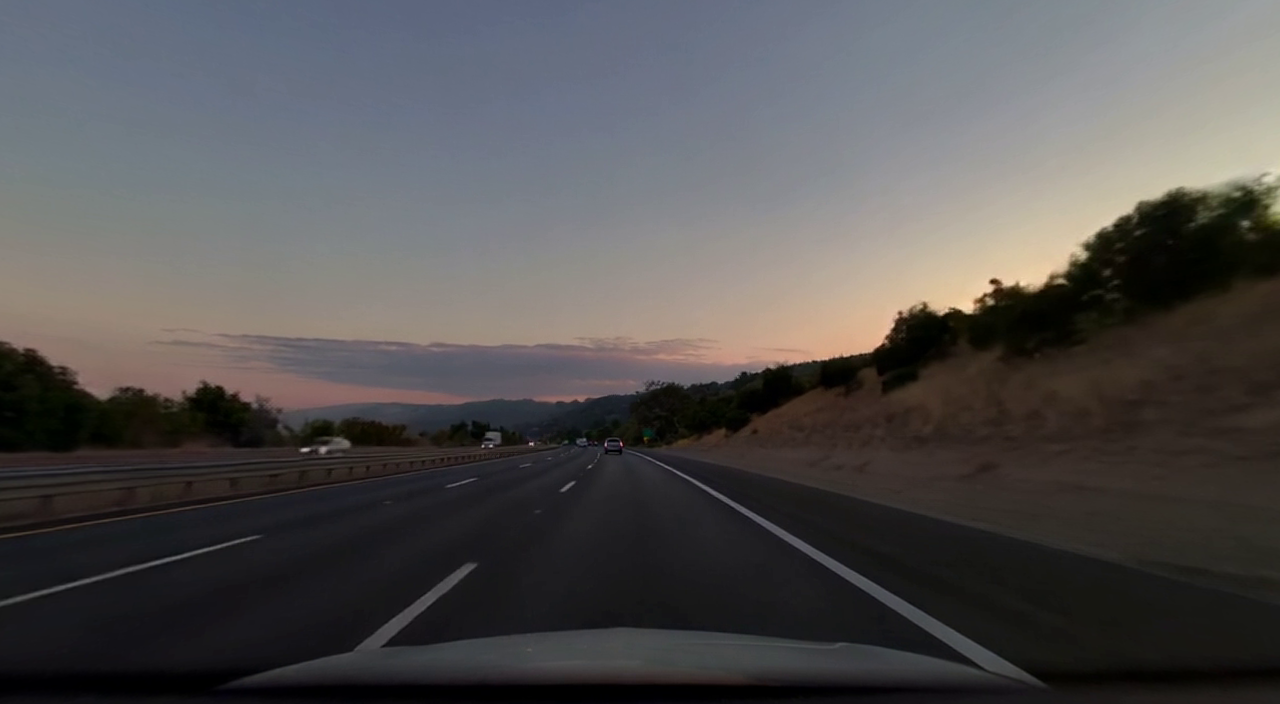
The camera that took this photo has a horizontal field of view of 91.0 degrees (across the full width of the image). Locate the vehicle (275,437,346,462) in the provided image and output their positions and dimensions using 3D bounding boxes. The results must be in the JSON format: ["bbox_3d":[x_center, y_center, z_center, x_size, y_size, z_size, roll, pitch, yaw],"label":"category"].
[{"bbox_3d":[-20.480,6.069,39.320,2.148,1.484,4.446,0,-8,-2],"label":"vehicle"}]
